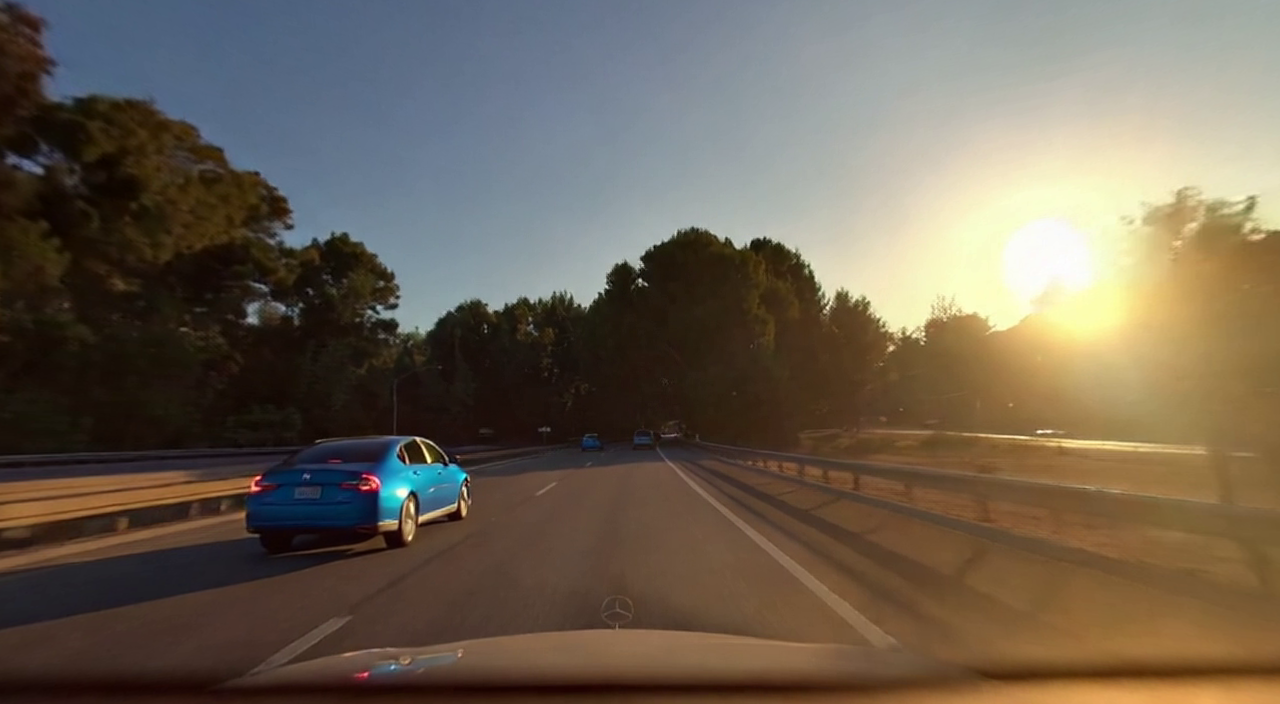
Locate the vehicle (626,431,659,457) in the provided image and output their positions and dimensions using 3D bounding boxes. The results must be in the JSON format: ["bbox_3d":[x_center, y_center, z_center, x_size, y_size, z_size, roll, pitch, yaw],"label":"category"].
[{"bbox_3d":[0.106,5.970,41.084,2.041,1.618,3.898,0,-8,-1],"label":"vehicle"}]
